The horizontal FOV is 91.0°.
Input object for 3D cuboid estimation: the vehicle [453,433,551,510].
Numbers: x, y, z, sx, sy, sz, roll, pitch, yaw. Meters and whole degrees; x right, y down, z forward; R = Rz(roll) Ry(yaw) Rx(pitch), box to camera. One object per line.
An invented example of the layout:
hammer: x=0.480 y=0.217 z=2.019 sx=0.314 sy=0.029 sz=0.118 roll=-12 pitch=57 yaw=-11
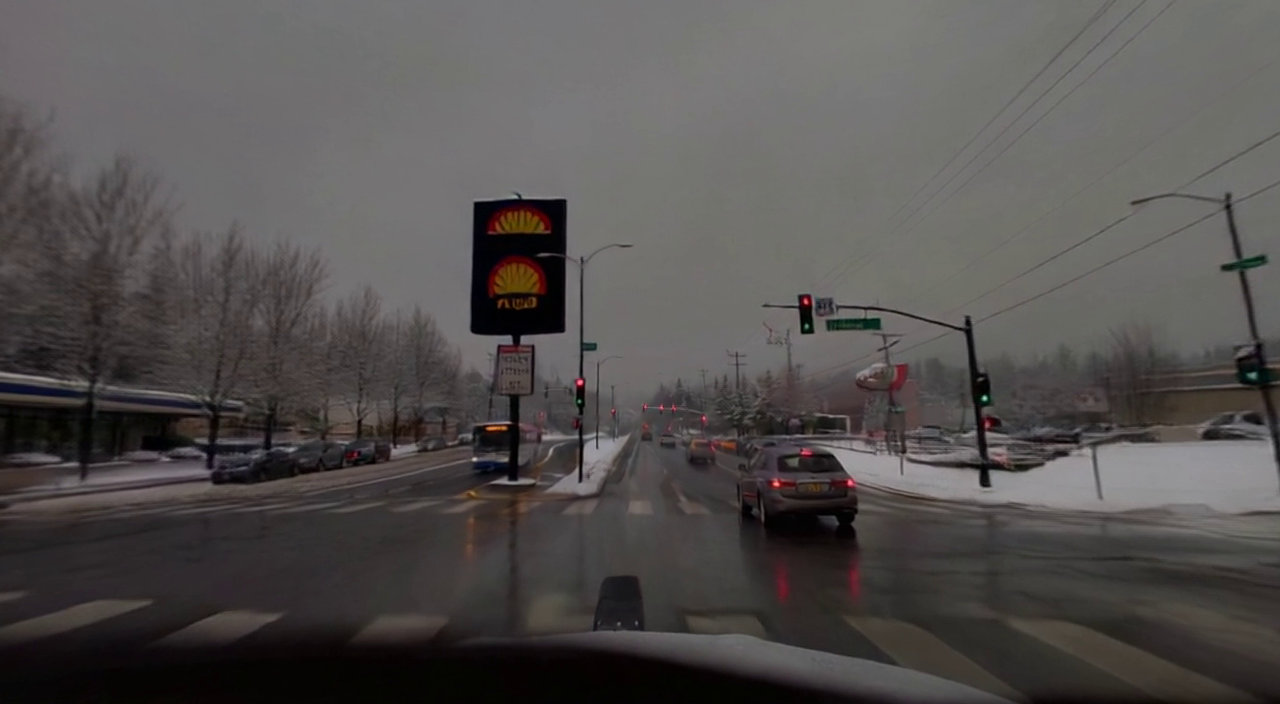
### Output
vehicle: x=-3.736 y=3.443 z=17.929 sx=2.189 sy=1.836 sz=4.693 roll=0 pitch=-12 yaw=-6

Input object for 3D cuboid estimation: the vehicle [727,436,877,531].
vehicle: x=3.198 y=2.680 z=13.457 sx=1.999 sy=1.679 sz=4.217 roll=0 pitch=-8 yaw=-1

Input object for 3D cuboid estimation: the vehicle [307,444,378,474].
vehicle: x=-17.974 y=6.457 z=38.307 sx=2.079 sy=1.672 sz=4.333 roll=-1 pitch=-8 yaw=2

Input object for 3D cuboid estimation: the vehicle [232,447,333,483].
vehicle: x=-17.827 y=5.643 z=31.743 sx=1.956 sy=1.634 sz=5.000 roll=-1 pitch=-8 yaw=3

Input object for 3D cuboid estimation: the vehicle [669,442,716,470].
vehicle: x=2.894 y=5.842 z=35.658 sx=2.282 sy=1.458 sz=4.362 roll=0 pitch=-8 yaw=-1
